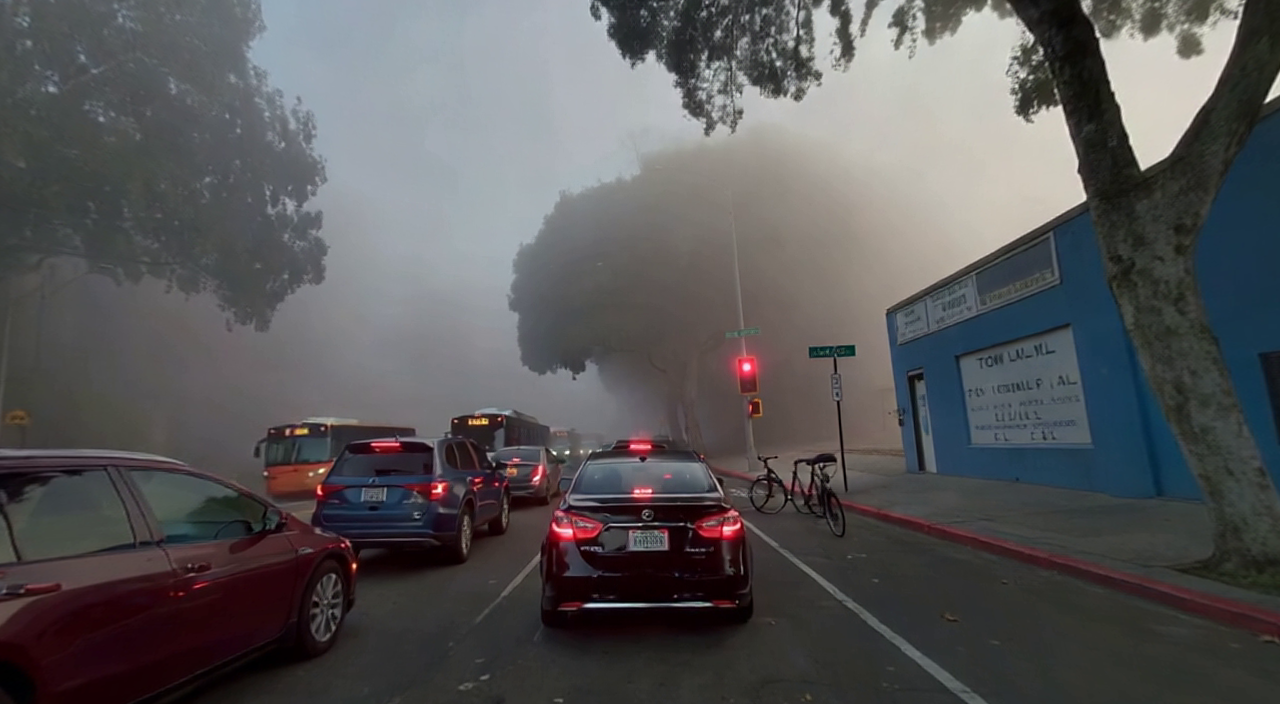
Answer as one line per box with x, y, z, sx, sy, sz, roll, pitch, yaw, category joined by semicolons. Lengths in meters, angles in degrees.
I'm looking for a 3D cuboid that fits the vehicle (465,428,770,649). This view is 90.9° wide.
-0.138;1.527;6.171;2.031;1.461;3.763;0;-8;0;vehicle

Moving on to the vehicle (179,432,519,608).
-2.913;1.760;7.636;1.944;1.481;4.385;0;-8;1;vehicle

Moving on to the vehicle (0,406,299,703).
-3.163;0.867;1.711;1.867;1.486;4.452;0;-8;2;vehicle
